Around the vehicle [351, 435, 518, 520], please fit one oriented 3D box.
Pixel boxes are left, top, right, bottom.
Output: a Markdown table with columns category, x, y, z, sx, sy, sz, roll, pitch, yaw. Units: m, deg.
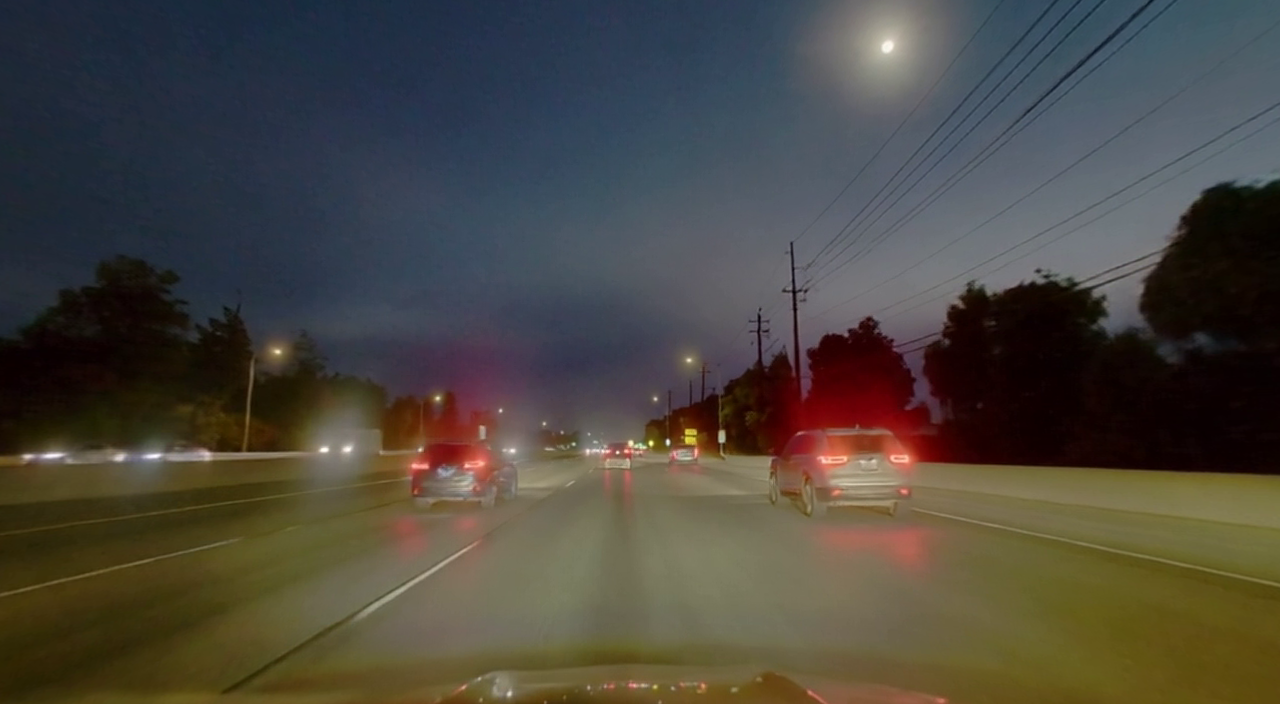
| category | x | y | z | sx | sy | sz | roll | pitch | yaw |
| --- | --- | --- | --- | --- | --- | --- | --- | --- | --- |
| vehicle | -4.386 | 2.762 | 14.559 | 2.091 | 1.562 | 5.220 | 0 | -8 | 0 |

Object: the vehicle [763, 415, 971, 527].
| category | x | y | z | sx | sy | sz | roll | pitch | yaw |
| --- | --- | --- | --- | --- | --- | --- | --- | --- | --- |
| vehicle | 4.040 | 2.221 | 12.320 | 2.102 | 1.723 | 4.745 | 0 | -8 | -3 |

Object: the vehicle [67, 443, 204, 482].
| category | x | y | z | sx | sy | sz | roll | pitch | yaw |
| --- | --- | --- | --- | --- | --- | --- | --- | --- | --- |
| vehicle | -20.532 | 4.497 | 25.990 | 1.914 | 1.447 | 4.553 | 0 | -8 | -1 |

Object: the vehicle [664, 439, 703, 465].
| category | x | y | z | sx | sy | sz | roll | pitch | yaw |
| --- | --- | --- | --- | --- | --- | --- | --- | --- | --- |
| vehicle | 2.954 | 6.955 | 43.981 | 2.099 | 1.720 | 4.829 | 0 | -8 | -4 |

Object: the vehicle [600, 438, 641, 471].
| category | x | y | z | sx | sy | sz | roll | pitch | yaw |
| --- | --- | --- | --- | --- | --- | --- | --- | --- | --- |
| vehicle | -1.132 | 5.844 | 36.241 | 2.192 | 1.769 | 4.287 | 0 | -8 | -2 |

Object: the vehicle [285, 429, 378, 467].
| category | x | y | z | sx | sy | sz | roll | pitch | yaw |
| --- | --- | --- | --- | --- | --- | --- | --- | --- | --- |
| vehicle | -16.945 | 5.328 | 35.104 | 2.305 | 1.901 | 5.934 | 0 | -8 | -2 |
